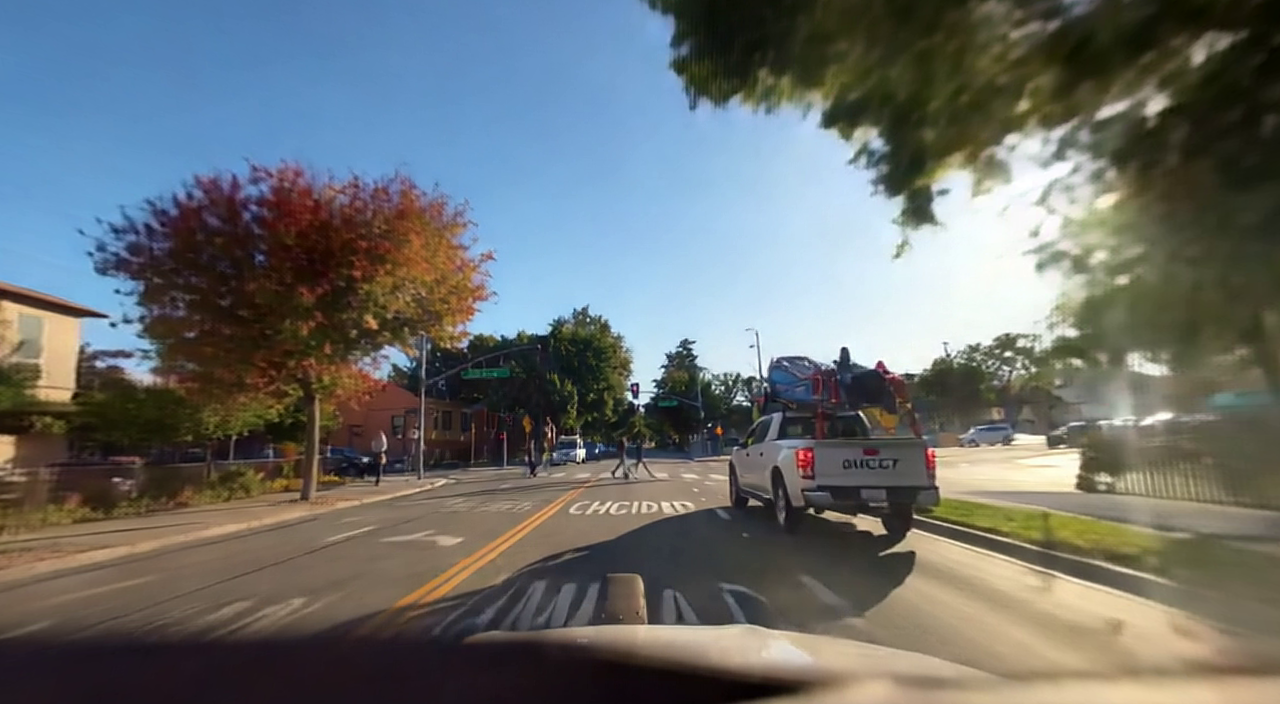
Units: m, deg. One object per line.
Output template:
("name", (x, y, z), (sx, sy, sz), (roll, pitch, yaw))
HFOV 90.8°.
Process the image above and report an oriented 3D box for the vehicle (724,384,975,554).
("vehicle", (2.869, 1.811, 10.371), (2.177, 2.015, 5.463), (0, -9, -1))
